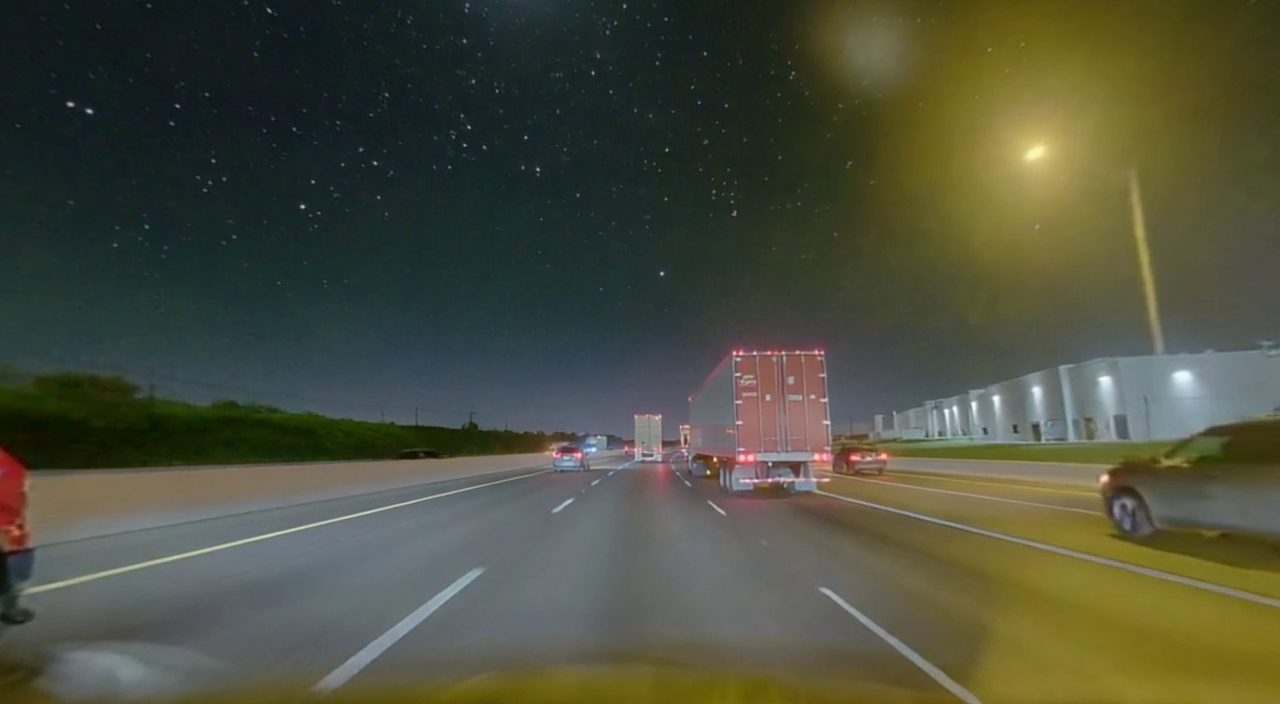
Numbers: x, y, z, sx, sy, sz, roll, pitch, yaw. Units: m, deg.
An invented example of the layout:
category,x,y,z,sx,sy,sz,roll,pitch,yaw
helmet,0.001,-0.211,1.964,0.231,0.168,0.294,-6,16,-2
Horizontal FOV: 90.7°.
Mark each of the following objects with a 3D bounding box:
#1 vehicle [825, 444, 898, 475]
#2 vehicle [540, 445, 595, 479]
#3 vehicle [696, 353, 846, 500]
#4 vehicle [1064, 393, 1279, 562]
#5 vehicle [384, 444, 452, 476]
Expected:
category,x,y,z,sx,sy,sz,roll,pitch,yaw
vehicle,11.376,5.550,32.908,2.060,1.499,4.683,0,-9,-1
vehicle,-3.294,5.100,29.618,2.024,1.472,4.014,-1,-9,1
vehicle,4.131,2.989,23.903,2.951,3.974,13.340,-1,-9,1
vehicle,8.466,1.539,7.961,2.216,1.918,5.742,0,-9,-1
vehicle,-11.941,5.819,34.367,1.957,1.602,4.608,-1,-9,1
